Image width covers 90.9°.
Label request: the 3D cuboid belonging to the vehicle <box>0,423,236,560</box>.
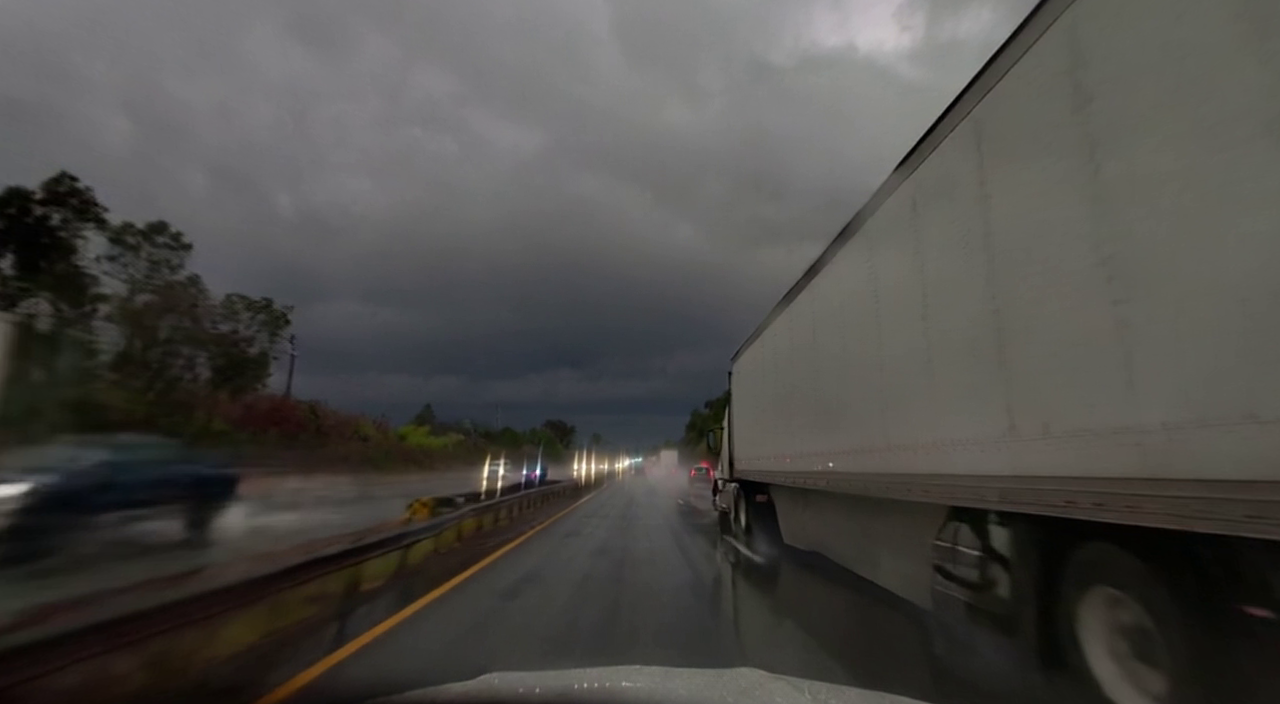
[{"bbox_3d":[-9.671,2.207,10.429,2.556,1.770,5.047,1,-10,0],"label":"vehicle"}]

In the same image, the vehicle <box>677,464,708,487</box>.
[{"bbox_3d":[4.049,9.576,49.007,2.018,1.674,4.029,1,-10,-1],"label":"vehicle"}]

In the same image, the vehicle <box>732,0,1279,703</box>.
[{"bbox_3d":[3.706,0.834,8.094,2.863,4.088,14.040,1,-10,0],"label":"vehicle"}]
